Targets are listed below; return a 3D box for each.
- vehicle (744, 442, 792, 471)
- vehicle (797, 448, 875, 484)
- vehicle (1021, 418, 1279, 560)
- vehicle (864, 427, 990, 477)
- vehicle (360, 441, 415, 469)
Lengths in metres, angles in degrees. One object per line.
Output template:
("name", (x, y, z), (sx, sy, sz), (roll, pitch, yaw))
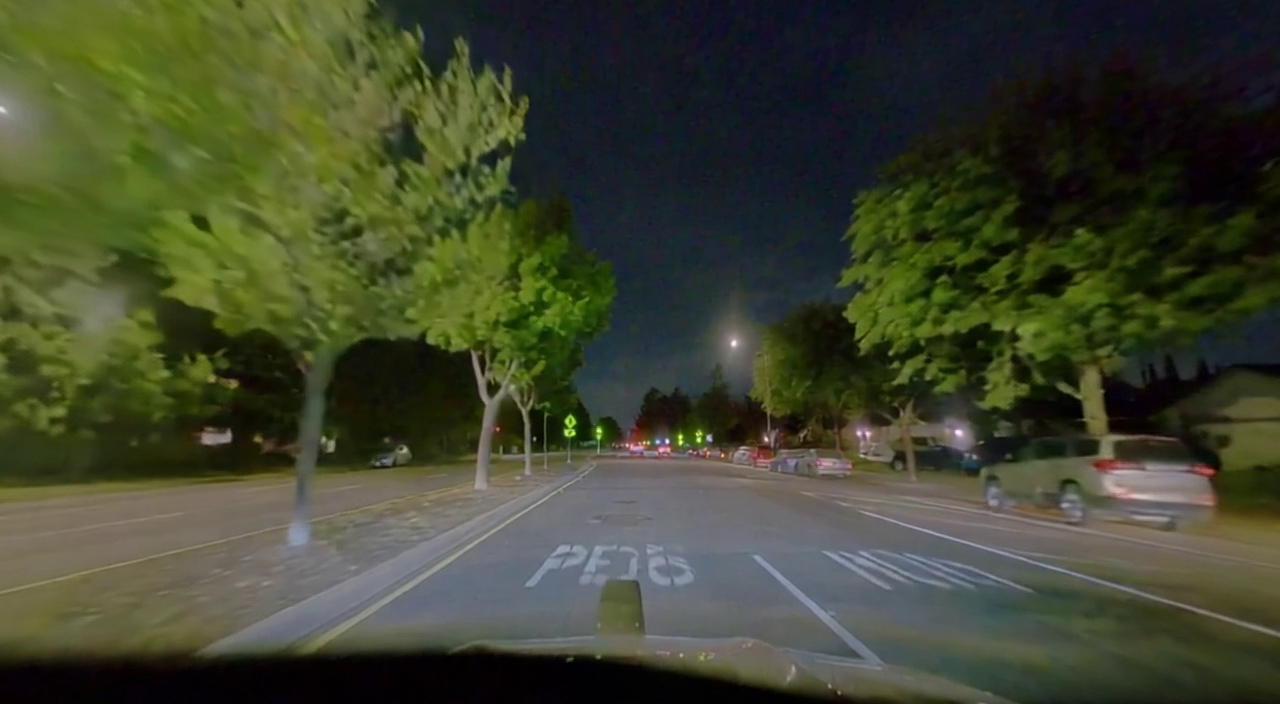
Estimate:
("vehicle", (8.681, 7.153, 43.425), (2.100, 1.821, 4.991), (0, -8, -2))
("vehicle", (9.172, 5.348, 30.065), (2.009, 1.493, 4.983), (0, -8, -2))
("vehicle", (9.398, 2.260, 11.272), (2.083, 1.946, 4.928), (0, -8, 0))
("vehicle", (16.173, 5.600, 35.799), (5.911, 2.054, 2.167), (-6, -6, -2))
("vehicle", (-17.949, 7.323, 45.224), (2.016, 1.755, 5.389), (-3, -8, -3))
